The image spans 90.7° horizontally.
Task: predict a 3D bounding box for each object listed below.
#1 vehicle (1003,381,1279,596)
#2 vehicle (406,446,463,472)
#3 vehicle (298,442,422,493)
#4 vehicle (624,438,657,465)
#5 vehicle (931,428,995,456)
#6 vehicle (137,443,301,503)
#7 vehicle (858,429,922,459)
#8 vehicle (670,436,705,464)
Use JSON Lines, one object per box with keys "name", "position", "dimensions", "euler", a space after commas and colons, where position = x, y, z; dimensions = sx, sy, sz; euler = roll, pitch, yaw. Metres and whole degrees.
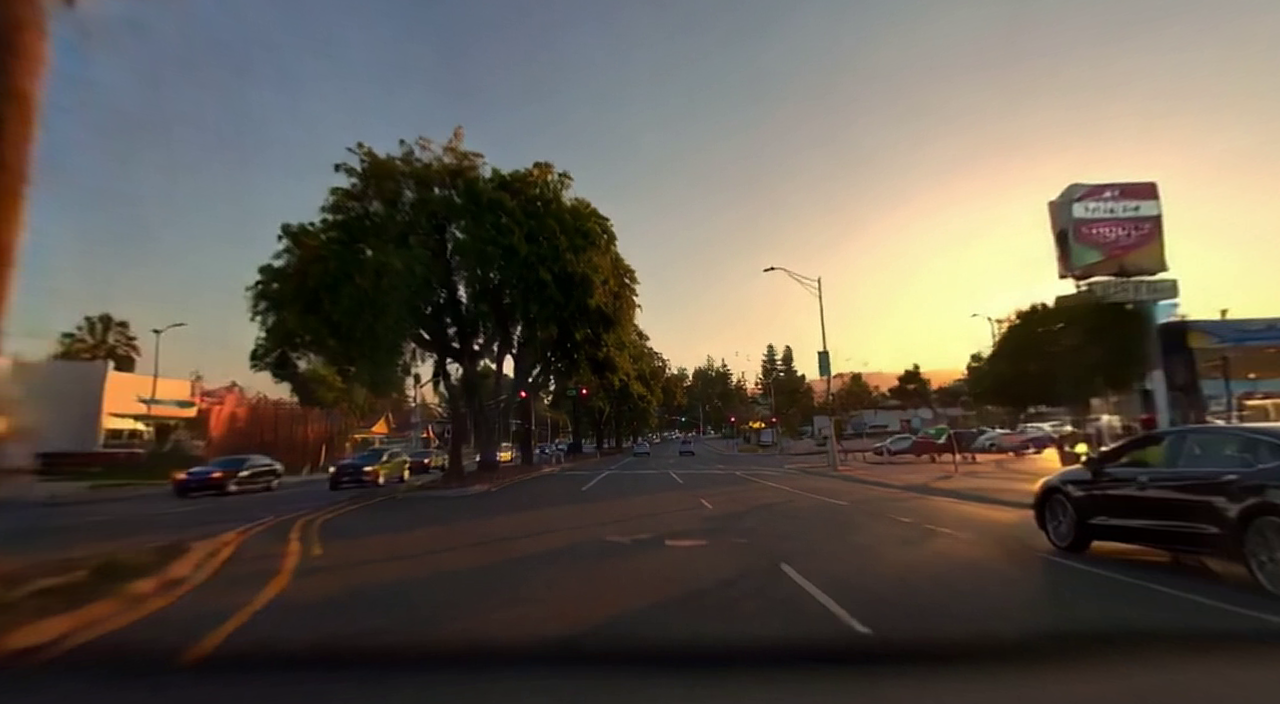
{"name": "vehicle", "position": [6.442, 1.369, 6.800], "dimensions": [2.066, 1.807, 4.893], "euler": [0, -8, -1]}
{"name": "vehicle", "position": [-12.839, 6.695, 39.867], "dimensions": [1.974, 1.557, 4.790], "euler": [0, -8, 0]}
{"name": "vehicle", "position": [-9.378, 3.888, 21.750], "dimensions": [2.042, 1.555, 4.748], "euler": [0, -8, 1]}
{"name": "vehicle", "position": [0.036, 6.777, 43.161], "dimensions": [2.177, 1.754, 3.815], "euler": [0, -8, 1]}
{"name": "vehicle", "position": [21.313, 5.956, 41.916], "dimensions": [1.932, 1.729, 4.354], "euler": [-1, -8, 0]}
{"name": "vehicle", "position": [-12.622, 3.613, 19.414], "dimensions": [1.972, 1.590, 4.370], "euler": [0, -8, 1]}
{"name": "vehicle", "position": [16.257, 6.004, 41.504], "dimensions": [2.144, 1.816, 4.688], "euler": [-1, -8, -1]}
{"name": "vehicle", "position": [3.453, 7.296, 47.205], "dimensions": [2.190, 1.913, 5.174], "euler": [0, -8, 0]}
